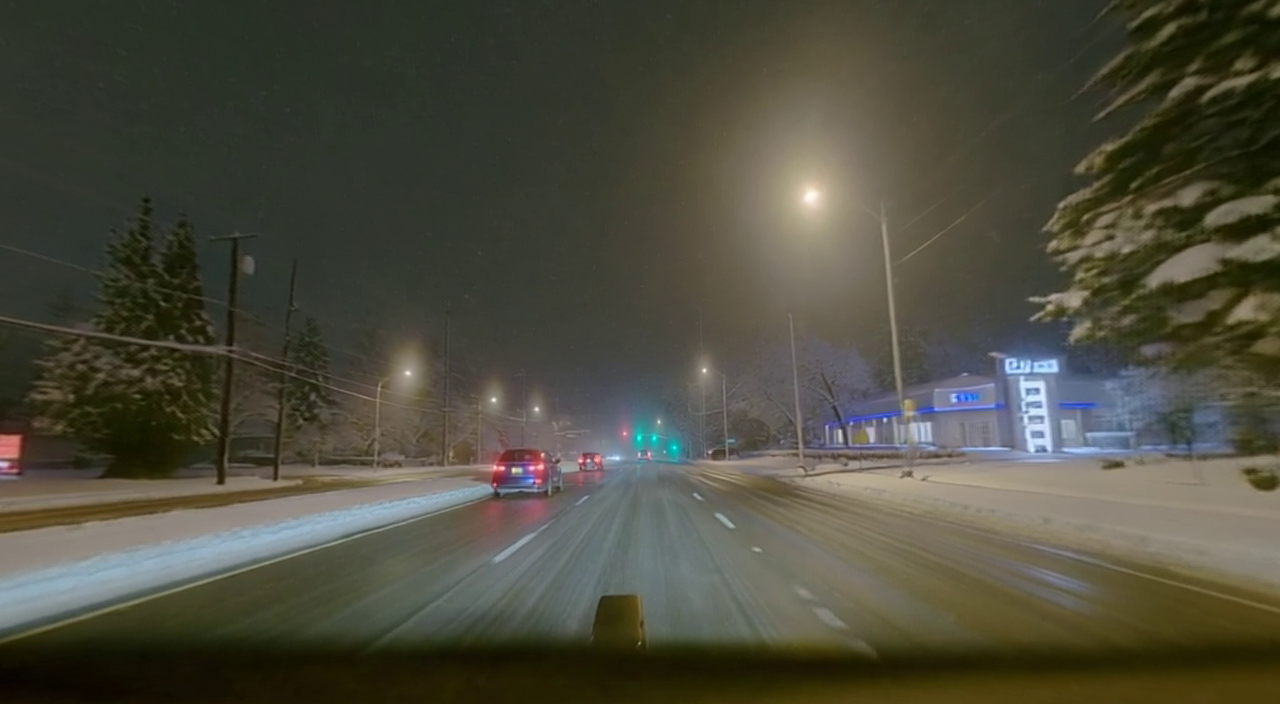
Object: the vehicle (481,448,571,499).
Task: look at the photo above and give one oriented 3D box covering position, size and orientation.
[{"bbox_3d":[-3.557,3.865,20.493,2.076,1.444,4.328,0,-9,1],"label":"vehicle"}]
